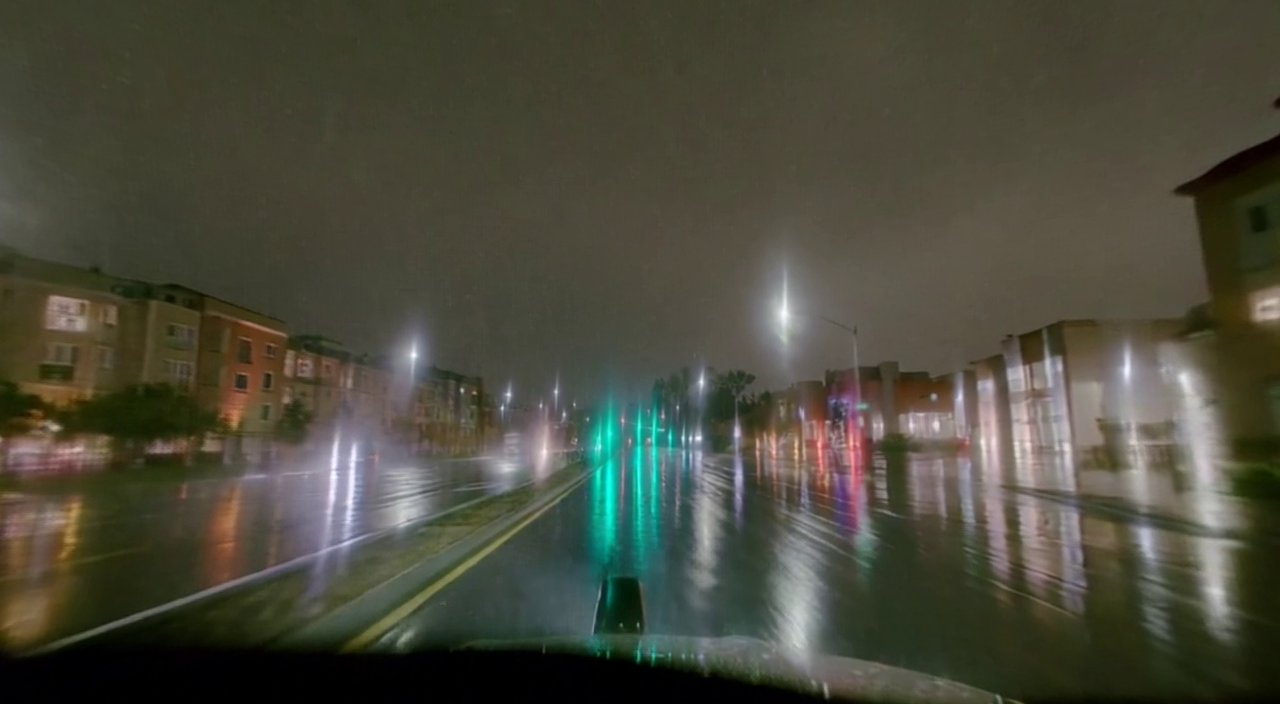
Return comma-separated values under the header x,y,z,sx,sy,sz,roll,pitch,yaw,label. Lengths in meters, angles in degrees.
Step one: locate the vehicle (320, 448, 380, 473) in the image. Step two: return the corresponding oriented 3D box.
x,y,z,sx,sy,sz,roll,pitch,yaw,label
-19.339,7.240,42.342,2.018,1.476,4.310,-2,-8,-1,vehicle
